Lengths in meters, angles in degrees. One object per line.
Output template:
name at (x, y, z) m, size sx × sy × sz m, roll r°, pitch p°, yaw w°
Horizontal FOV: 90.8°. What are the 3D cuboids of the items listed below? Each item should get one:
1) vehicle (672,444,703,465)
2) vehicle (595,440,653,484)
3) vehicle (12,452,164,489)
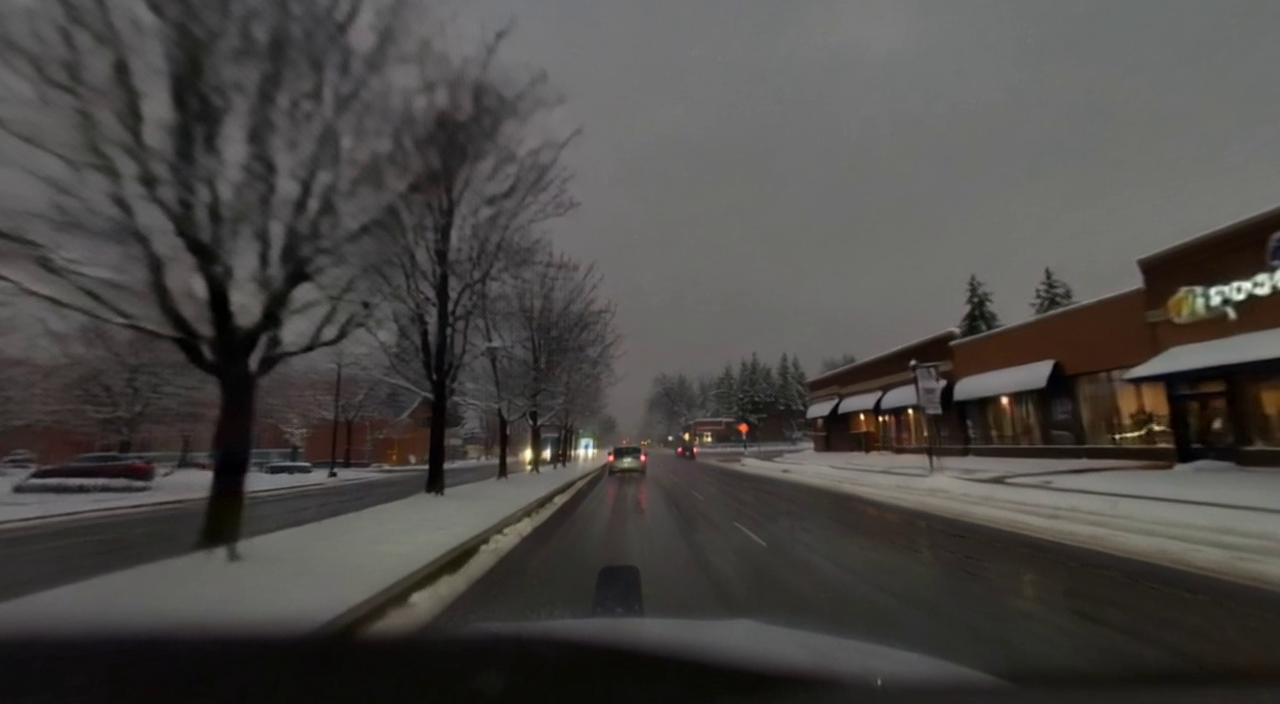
vehicle at (3.502, 7.622, 47.282) m, size 1.910 × 1.474 × 4.003 m, roll 0°, pitch -9°, yaw -2°
vehicle at (-0.585, 4.084, 23.677) m, size 2.006 × 1.487 × 3.535 m, roll 0°, pitch -9°, yaw -1°
vehicle at (-23.189, 4.981, 26.689) m, size 4.472 × 1.412 × 1.891 m, roll 0°, pitch -9°, yaw -3°
